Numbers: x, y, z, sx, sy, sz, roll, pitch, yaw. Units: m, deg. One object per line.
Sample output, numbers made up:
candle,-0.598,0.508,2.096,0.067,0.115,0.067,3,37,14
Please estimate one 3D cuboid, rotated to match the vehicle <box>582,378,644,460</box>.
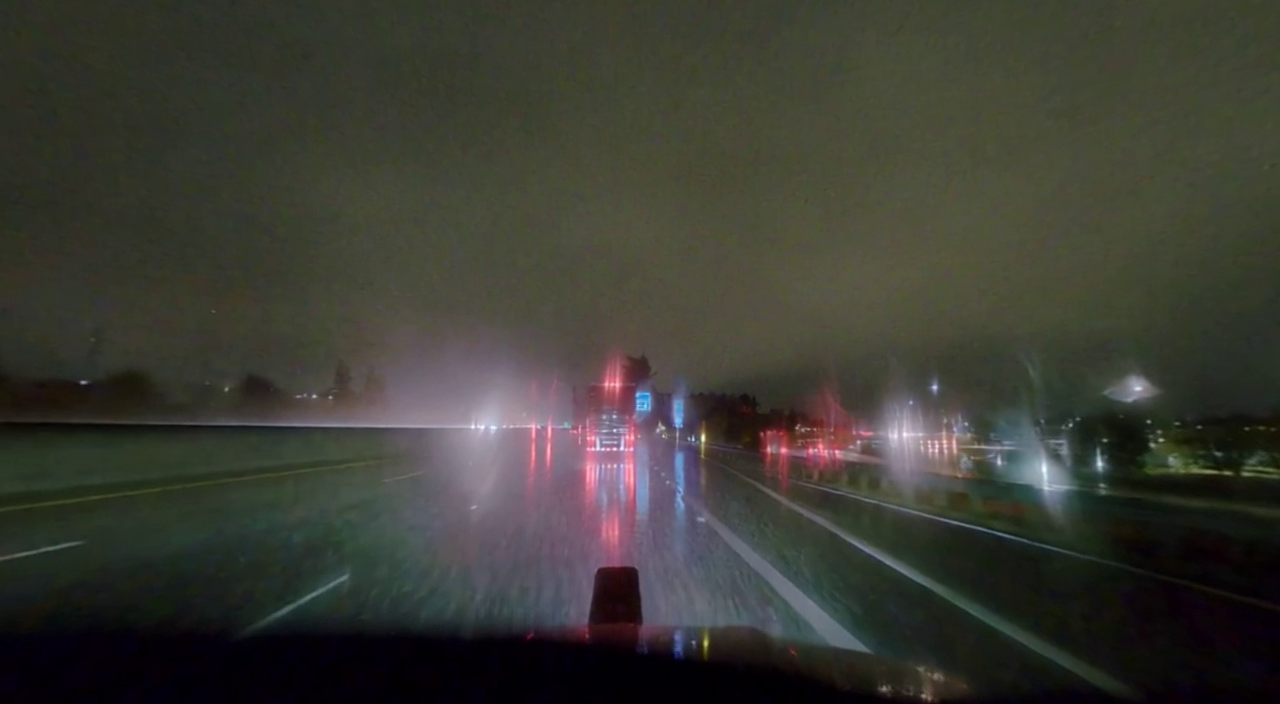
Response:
vehicle,-1.610,4.096,37.006,3.002,3.987,12.477,0,-8,-3
